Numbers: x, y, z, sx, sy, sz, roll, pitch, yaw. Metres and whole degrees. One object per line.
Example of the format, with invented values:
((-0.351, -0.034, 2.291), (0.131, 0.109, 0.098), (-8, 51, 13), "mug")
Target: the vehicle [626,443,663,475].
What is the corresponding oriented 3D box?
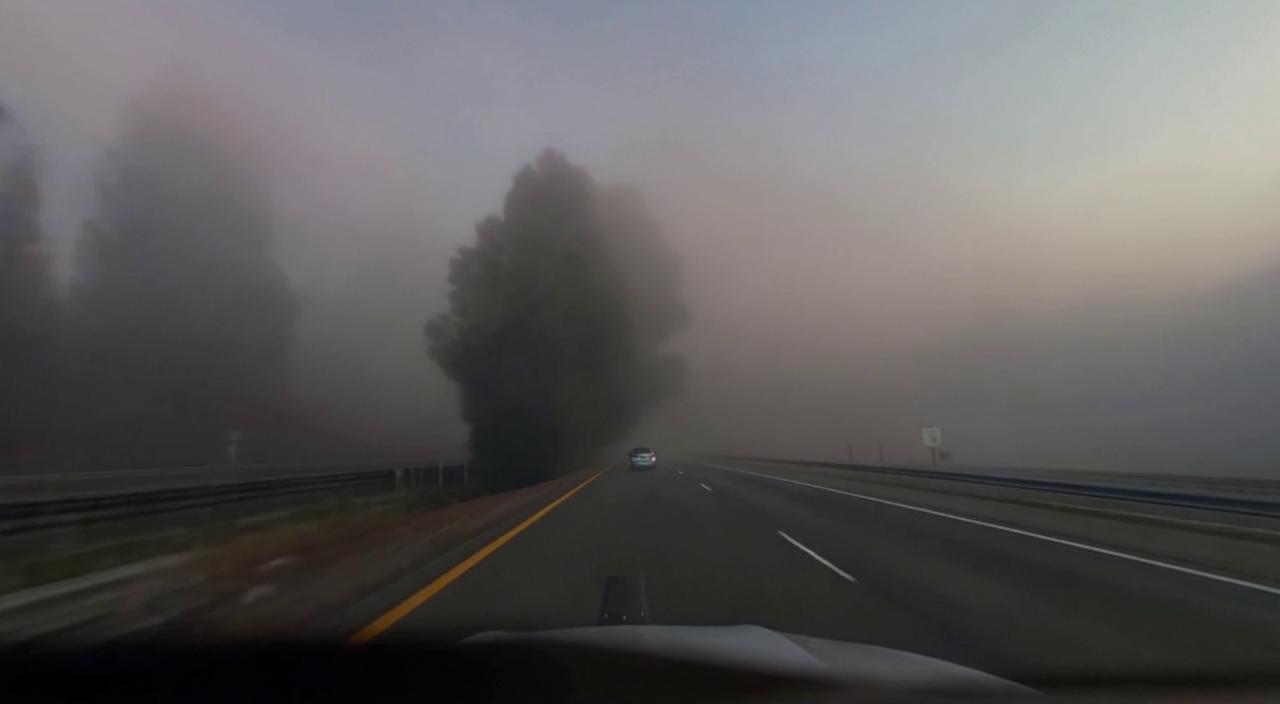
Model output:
((0.233, 5.918, 35.093), (1.987, 1.658, 3.620), (0, -9, 0), "vehicle")
